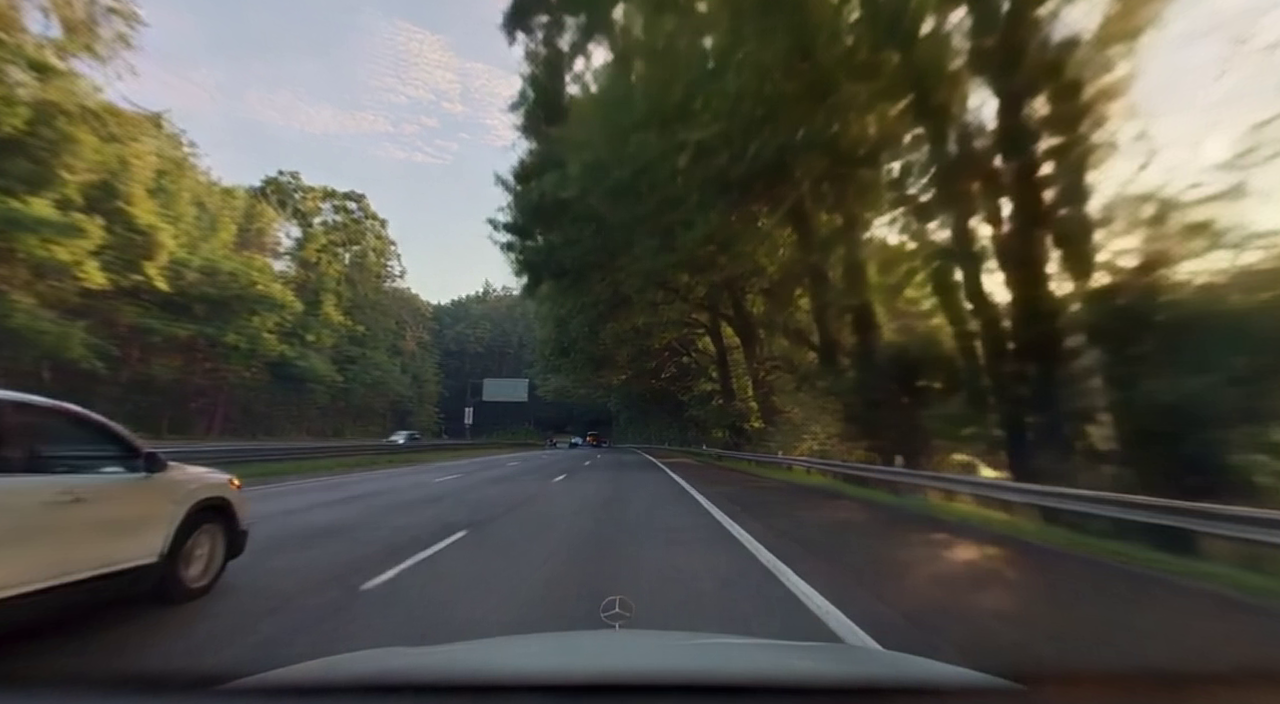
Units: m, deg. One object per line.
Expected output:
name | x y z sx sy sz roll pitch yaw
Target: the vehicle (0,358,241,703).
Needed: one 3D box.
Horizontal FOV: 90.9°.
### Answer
vehicle | -4.144 0.843 2.842 2.034 1.675 4.080 0 -8 -1
